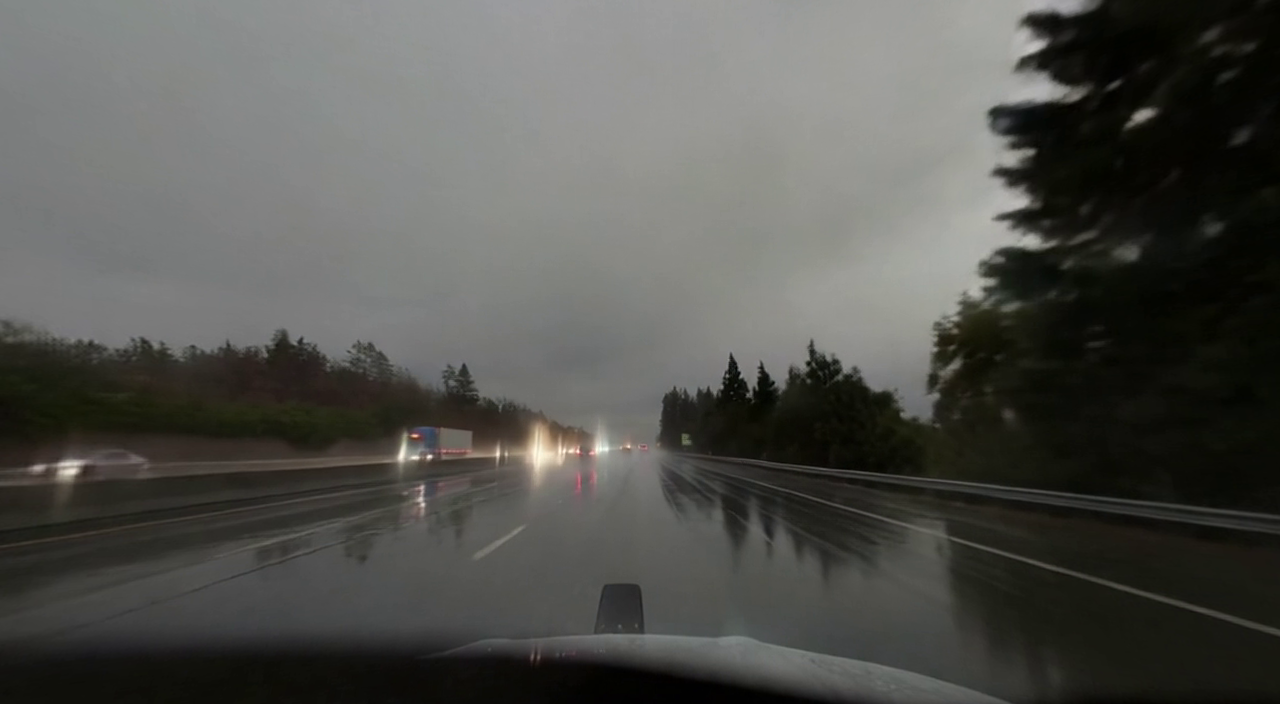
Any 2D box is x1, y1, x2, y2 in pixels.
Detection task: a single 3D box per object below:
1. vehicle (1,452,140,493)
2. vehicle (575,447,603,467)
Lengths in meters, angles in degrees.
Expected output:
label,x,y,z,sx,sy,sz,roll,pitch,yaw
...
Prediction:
label,x,y,z,sx,sy,sz,roll,pitch,yaw
vehicle,-23.403,4.933,25.997,1.980,1.518,3.986,0,-9,1
vehicle,-4.013,8.319,49.711,1.933,1.497,3.973,0,-9,0
